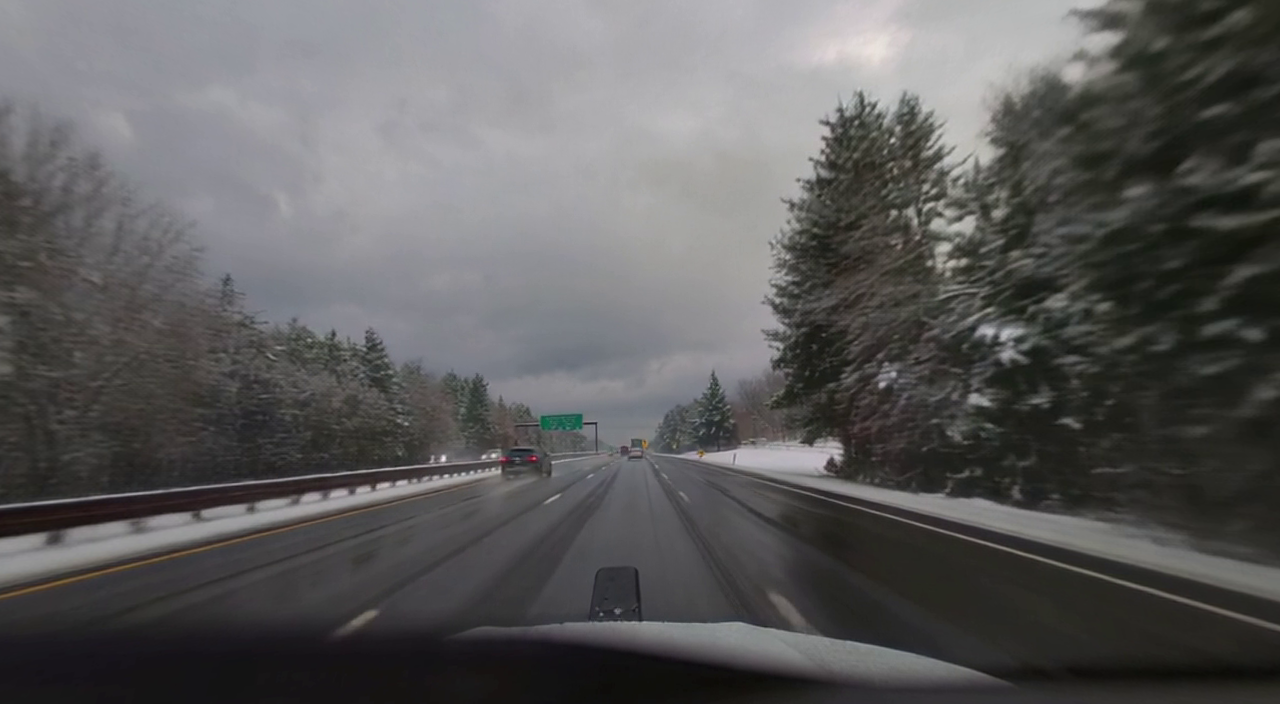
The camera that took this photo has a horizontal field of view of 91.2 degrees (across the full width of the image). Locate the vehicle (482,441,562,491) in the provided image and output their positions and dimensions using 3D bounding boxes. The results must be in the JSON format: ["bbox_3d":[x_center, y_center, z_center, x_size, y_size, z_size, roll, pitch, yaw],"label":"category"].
[{"bbox_3d":[-4.126,4.063,22.741,1.958,1.587,4.801,0,-9,0],"label":"vehicle"}]
